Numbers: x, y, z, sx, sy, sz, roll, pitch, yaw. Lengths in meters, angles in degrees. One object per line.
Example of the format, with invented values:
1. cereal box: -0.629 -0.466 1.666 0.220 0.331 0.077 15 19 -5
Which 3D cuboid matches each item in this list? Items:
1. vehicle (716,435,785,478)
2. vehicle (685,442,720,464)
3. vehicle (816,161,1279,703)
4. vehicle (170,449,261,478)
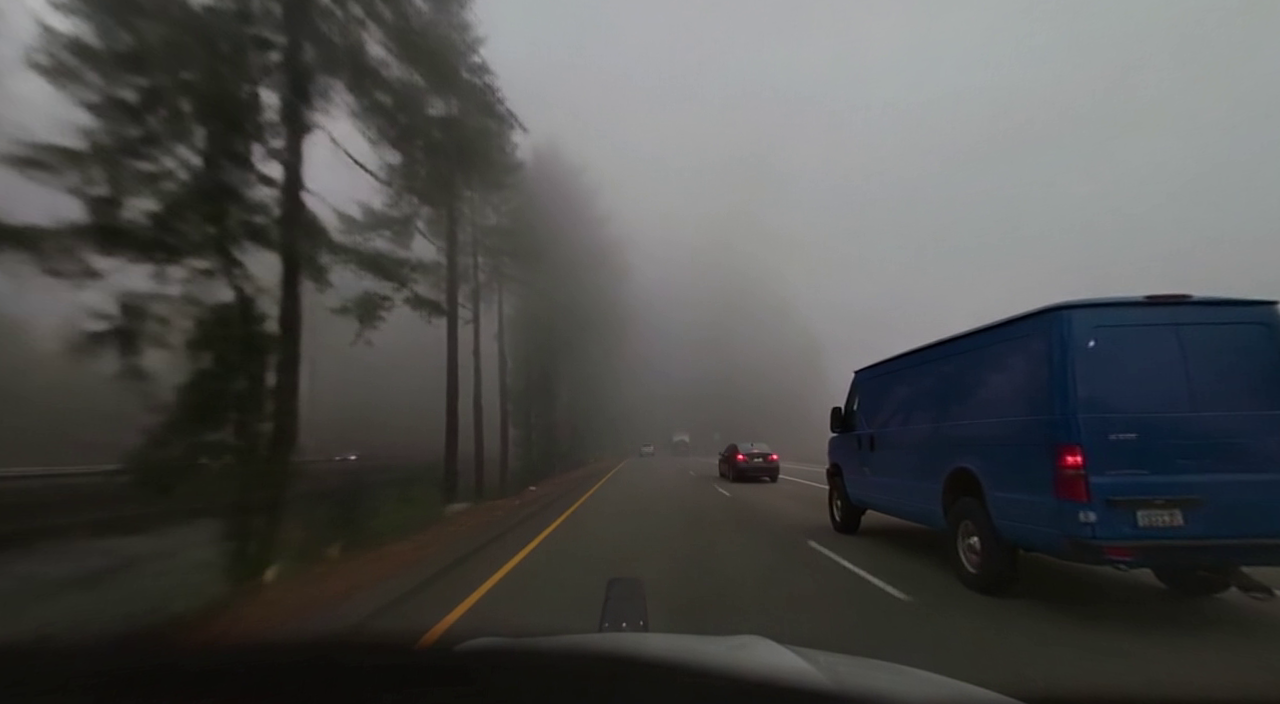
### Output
1. vehicle: 4.510 4.329 26.410 2.034 1.651 4.342 0 -8 0
2. vehicle: 4.410 7.244 45.361 2.050 1.448 4.123 0 -8 -1
3. vehicle: 3.637 0.783 5.920 2.302 2.670 5.912 0 -8 1
4. vehicle: -23.860 6.276 35.653 1.857 1.468 4.670 0 -8 1
